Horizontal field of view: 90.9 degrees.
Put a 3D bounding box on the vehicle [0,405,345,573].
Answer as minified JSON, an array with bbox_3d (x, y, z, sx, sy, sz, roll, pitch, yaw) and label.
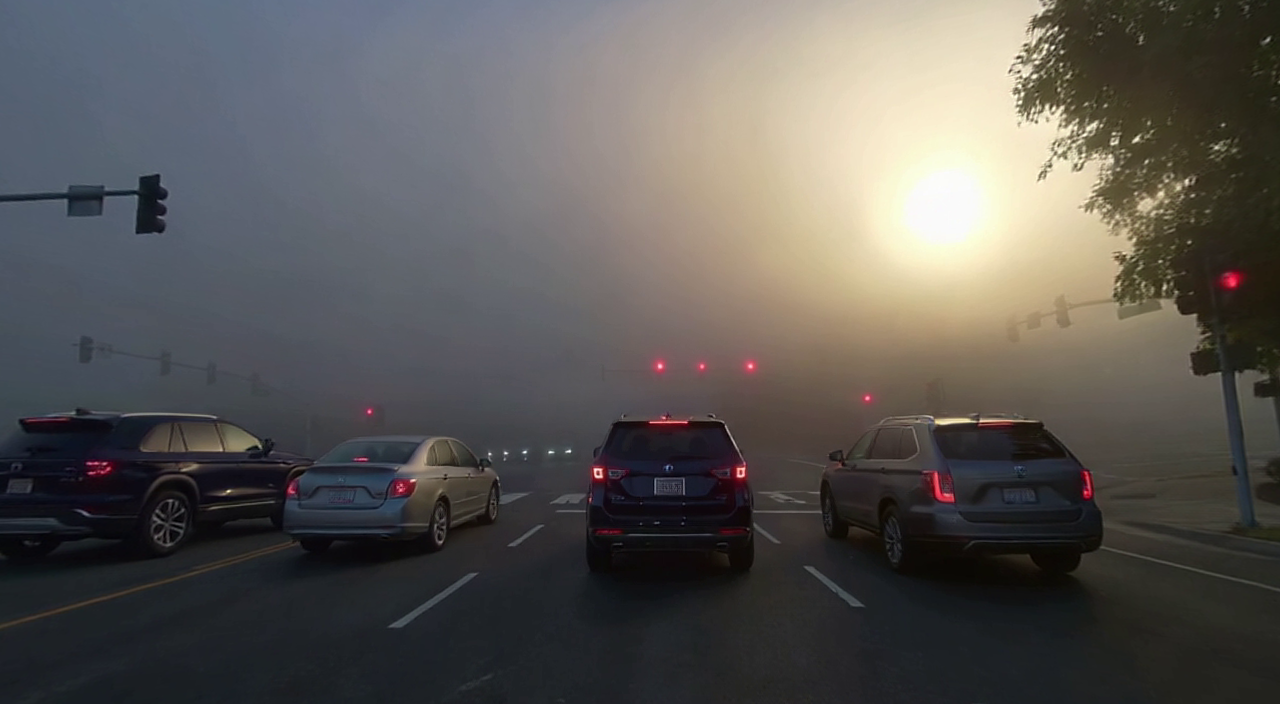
[{"bbox_3d":[-6.618,1.827,9.252,2.075,1.796,4.785,0,-8,2],"label":"vehicle"}]

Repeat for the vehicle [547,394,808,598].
[{"bbox_3d":[0.398,1.522,7.499,2.198,1.708,4.170,0,-8,2],"label":"vehicle"}]

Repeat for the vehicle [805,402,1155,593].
[{"bbox_3d":[3.531,1.588,7.747,2.047,1.638,4.395,-1,-8,4],"label":"vehicle"}]

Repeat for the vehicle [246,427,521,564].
[{"bbox_3d":[-3.231,1.887,9.111,1.885,1.475,4.359,-1,-8,4],"label":"vehicle"}]
